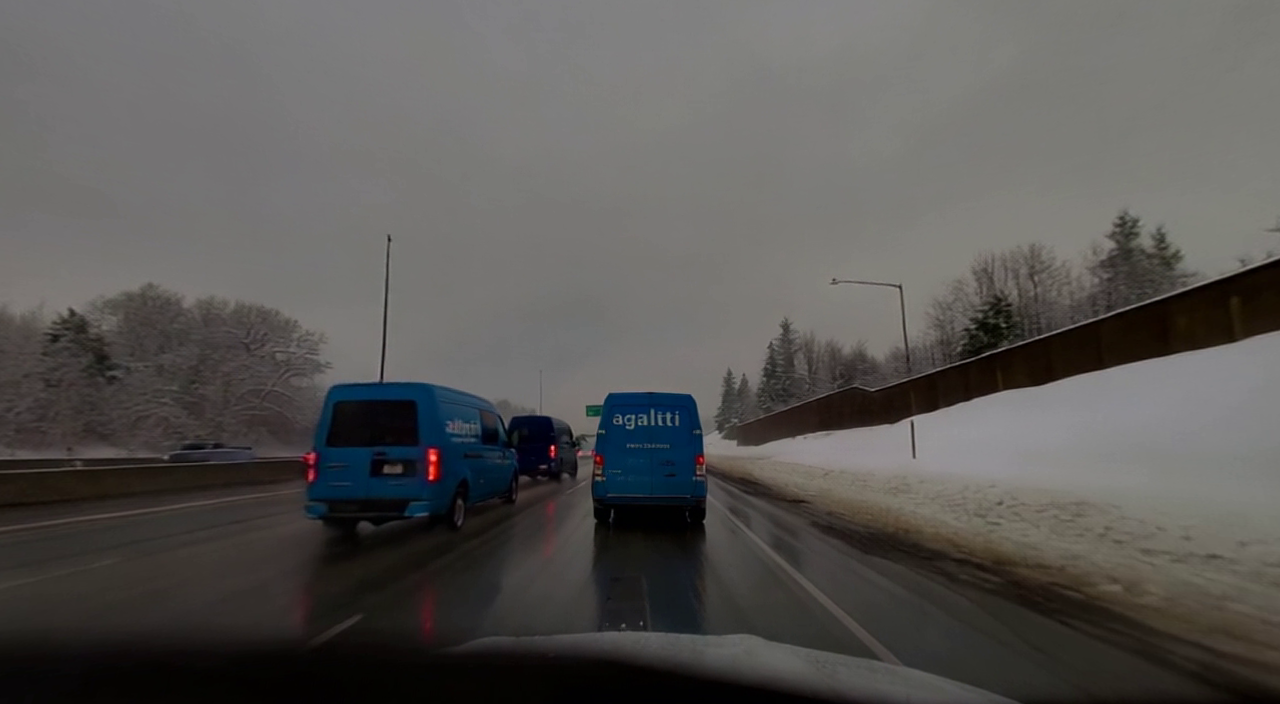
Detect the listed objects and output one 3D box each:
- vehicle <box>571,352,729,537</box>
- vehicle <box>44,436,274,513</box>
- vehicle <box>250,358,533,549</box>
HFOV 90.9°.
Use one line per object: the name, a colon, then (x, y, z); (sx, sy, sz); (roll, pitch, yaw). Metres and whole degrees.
vehicle: (0.155, 1.824, 12.576); (2.316, 2.738, 6.398); (0, -9, 0)
vehicle: (-11.038, 2.814, 15.000); (1.839, 1.524, 4.449); (0, -8, 2)
vehicle: (-3.635, 1.691, 10.871); (2.729, 2.439, 5.418); (0, -8, -1)
